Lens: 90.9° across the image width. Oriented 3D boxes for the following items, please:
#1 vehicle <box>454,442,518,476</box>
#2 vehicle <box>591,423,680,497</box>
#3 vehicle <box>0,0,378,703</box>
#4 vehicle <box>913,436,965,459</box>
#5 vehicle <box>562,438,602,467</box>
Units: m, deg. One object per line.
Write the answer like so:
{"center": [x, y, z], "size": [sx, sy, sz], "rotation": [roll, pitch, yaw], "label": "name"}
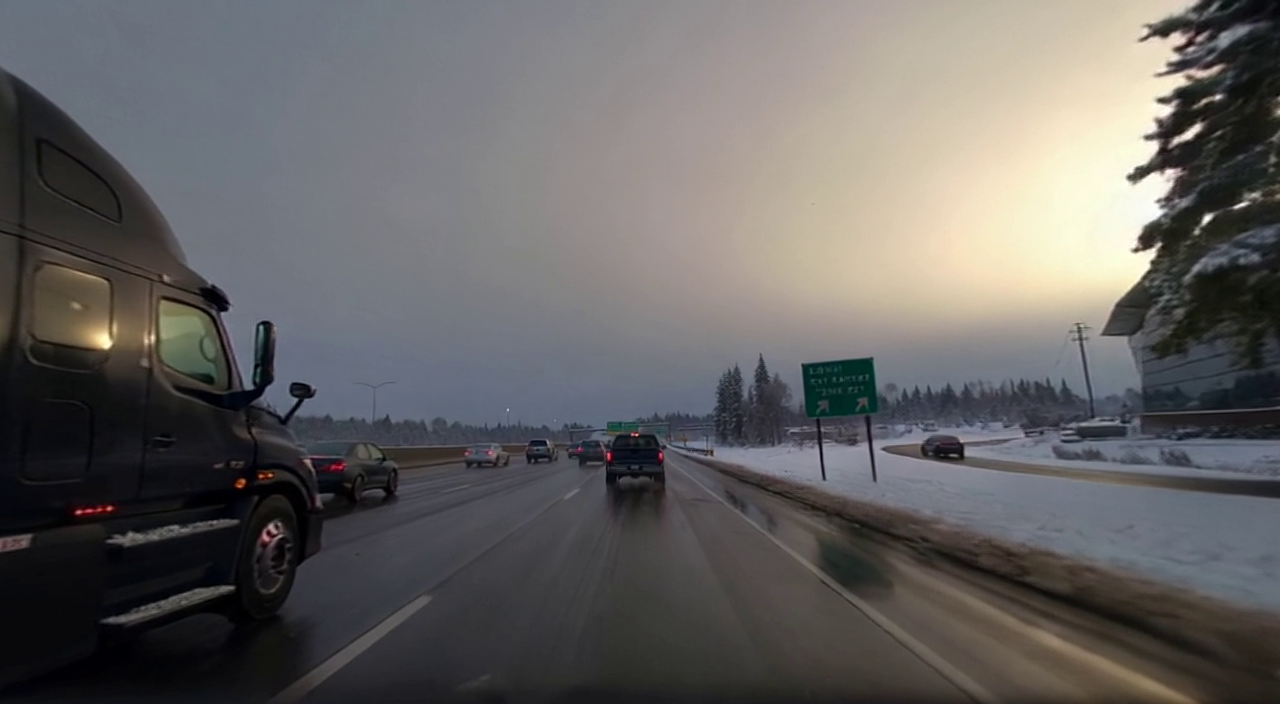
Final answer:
{"center": [-7.217, 5.046, 29.954], "size": [1.869, 1.466, 4.217], "rotation": [0, -9, 1], "label": "vehicle"}
{"center": [-0.104, 2.922, 17.359], "size": [2.152, 1.779, 3.924], "rotation": [0, -9, 0], "label": "vehicle"}
{"center": [-3.921, -0.449, 0.916], "size": [2.990, 3.885, 8.540], "rotation": [-1, -9, 3], "label": "vehicle"}
{"center": [20.465, 6.592, 43.333], "size": [1.918, 1.472, 4.782], "rotation": [-2, -9, 9], "label": "vehicle"}
{"center": [-3.423, 6.013, 37.929], "size": [1.952, 1.649, 4.131], "rotation": [0, -9, 1], "label": "vehicle"}
